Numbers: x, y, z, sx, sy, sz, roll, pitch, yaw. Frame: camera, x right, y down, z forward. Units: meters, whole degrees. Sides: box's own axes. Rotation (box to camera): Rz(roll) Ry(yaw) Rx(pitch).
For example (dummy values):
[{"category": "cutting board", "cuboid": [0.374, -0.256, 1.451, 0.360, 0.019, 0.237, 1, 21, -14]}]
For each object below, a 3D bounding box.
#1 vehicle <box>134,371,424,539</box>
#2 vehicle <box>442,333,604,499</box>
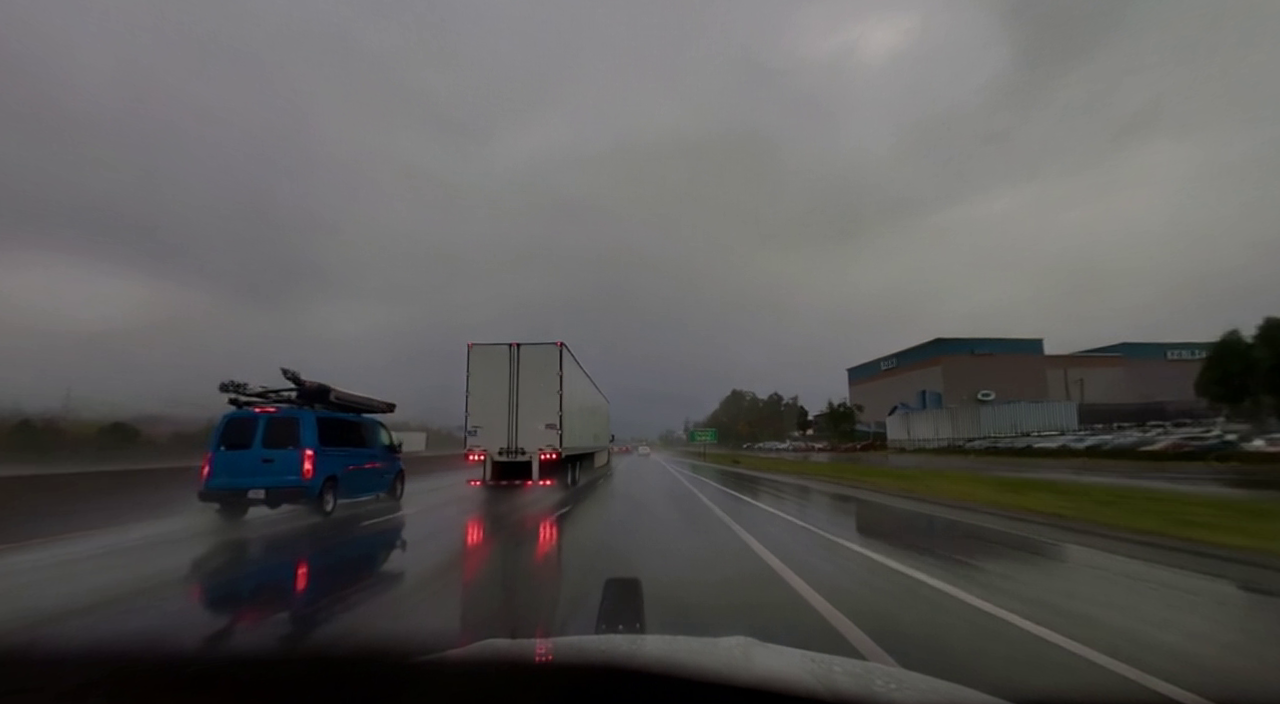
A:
[{"category": "vehicle", "cuboid": [-6.809, 2.075, 13.166, 2.385, 2.672, 6.049, 0, -8, 0]}, {"category": "vehicle", "cuboid": [-3.404, 2.779, 24.084, 2.939, 4.132, 16.303, 1, -8, 0]}]
